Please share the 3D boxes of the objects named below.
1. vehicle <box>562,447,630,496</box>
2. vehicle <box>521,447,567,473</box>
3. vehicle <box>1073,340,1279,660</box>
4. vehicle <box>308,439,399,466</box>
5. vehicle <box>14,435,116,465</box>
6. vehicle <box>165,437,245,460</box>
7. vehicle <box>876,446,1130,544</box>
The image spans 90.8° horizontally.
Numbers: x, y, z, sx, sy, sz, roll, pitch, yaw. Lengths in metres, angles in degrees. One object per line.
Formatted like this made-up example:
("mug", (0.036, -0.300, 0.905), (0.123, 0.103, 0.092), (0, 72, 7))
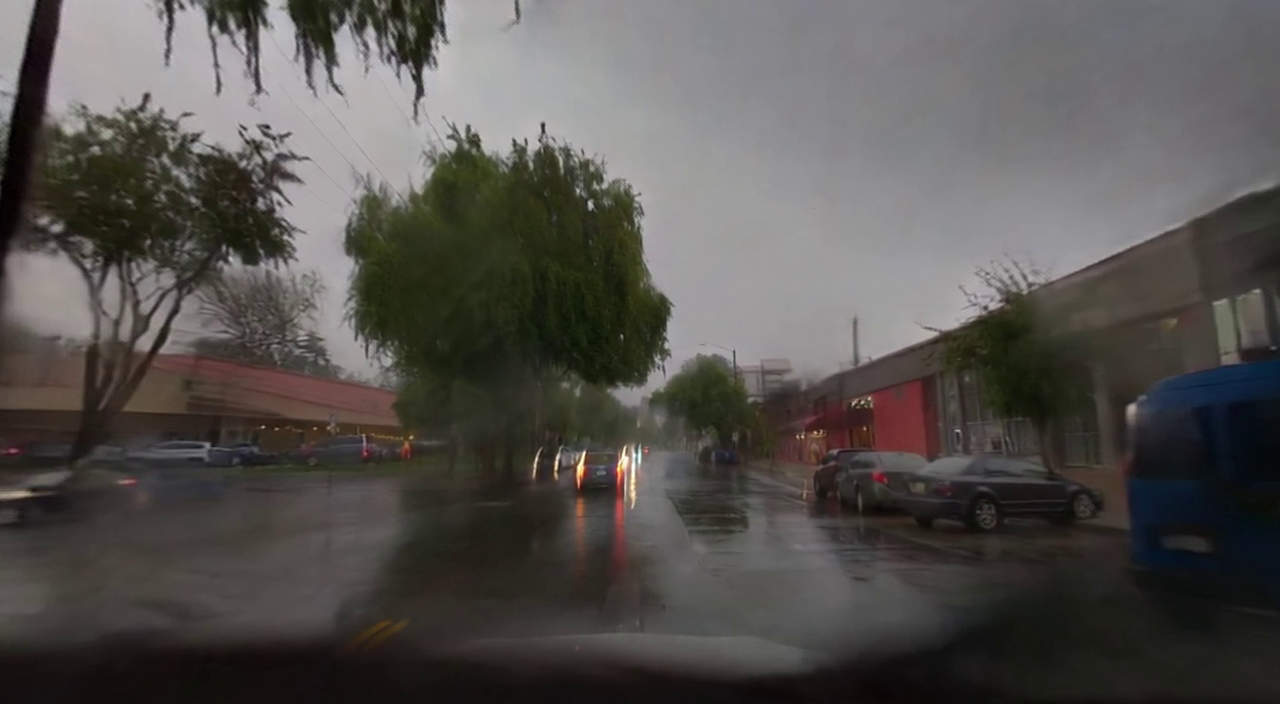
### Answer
("vehicle", (-1.522, 3.996, 21.578), (2.065, 1.450, 4.522), (1, -8, -4))
("vehicle", (-6.025, 6.831, 40.266), (2.049, 1.490, 4.501), (0, -8, 2))
("vehicle", (6.709, 1.190, 5.596), (5.385, 2.146, 2.143), (4, -9, -25))
("vehicle", (-18.392, 6.481, 40.684), (4.892, 1.679, 1.927), (1, -9, -6))
("vehicle", (-31.828, 5.416, 35.019), (3.915, 1.574, 1.850), (0, -9, 3))
("vehicle", (-31.930, 7.089, 46.444), (4.410, 1.611, 1.880), (0, -8, -1))
("vehicle", (6.523, 2.437, 11.377), (4.097, 1.476, 1.864), (4, -9, -25))
